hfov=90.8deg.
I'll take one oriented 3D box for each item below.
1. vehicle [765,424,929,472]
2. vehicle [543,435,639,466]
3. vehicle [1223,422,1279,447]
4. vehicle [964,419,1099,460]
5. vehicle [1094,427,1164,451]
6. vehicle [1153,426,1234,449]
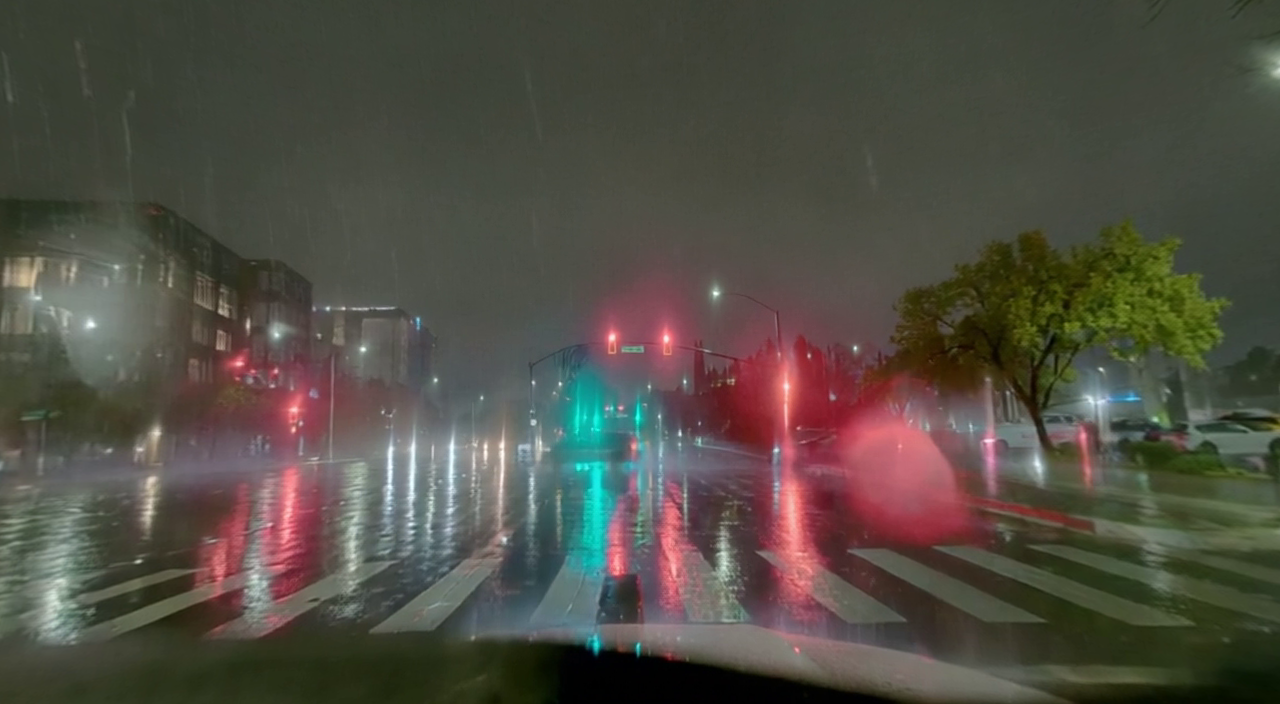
[{"bbox_3d":[6.934,3.259,21.498,4.916,1.504,1.846,0,-8,-4],"label":"vehicle"},{"bbox_3d":[-2.132,4.410,28.220,4.046,1.306,1.719,-1,-8,4],"label":"vehicle"},{"bbox_3d":[42.251,5.494,41.975,2.037,1.614,5.175,0,-8,0],"label":"vehicle"},{"bbox_3d":[17.177,3.866,27.936,4.571,1.698,1.977,-1,-8,6],"label":"vehicle"},{"bbox_3d":[33.188,5.931,43.051,2.090,1.494,4.321,-2,-9,13],"label":"vehicle"},{"bbox_3d":[36.552,5.684,41.869,1.726,1.429,4.163,-1,-8,2],"label":"vehicle"}]
